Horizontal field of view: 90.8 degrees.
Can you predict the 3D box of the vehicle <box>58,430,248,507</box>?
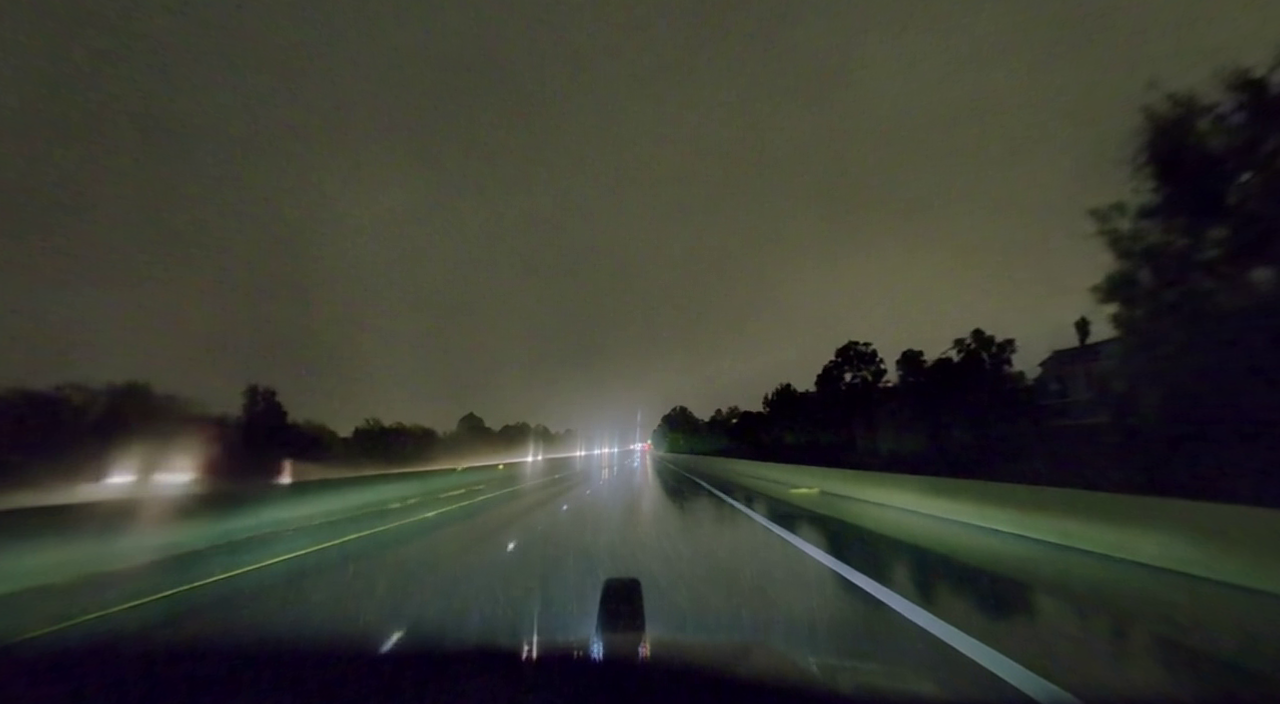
[{"bbox_3d":[-16.092,3.858,21.368,2.224,2.271,5.154,0,-9,1],"label":"vehicle"}]
